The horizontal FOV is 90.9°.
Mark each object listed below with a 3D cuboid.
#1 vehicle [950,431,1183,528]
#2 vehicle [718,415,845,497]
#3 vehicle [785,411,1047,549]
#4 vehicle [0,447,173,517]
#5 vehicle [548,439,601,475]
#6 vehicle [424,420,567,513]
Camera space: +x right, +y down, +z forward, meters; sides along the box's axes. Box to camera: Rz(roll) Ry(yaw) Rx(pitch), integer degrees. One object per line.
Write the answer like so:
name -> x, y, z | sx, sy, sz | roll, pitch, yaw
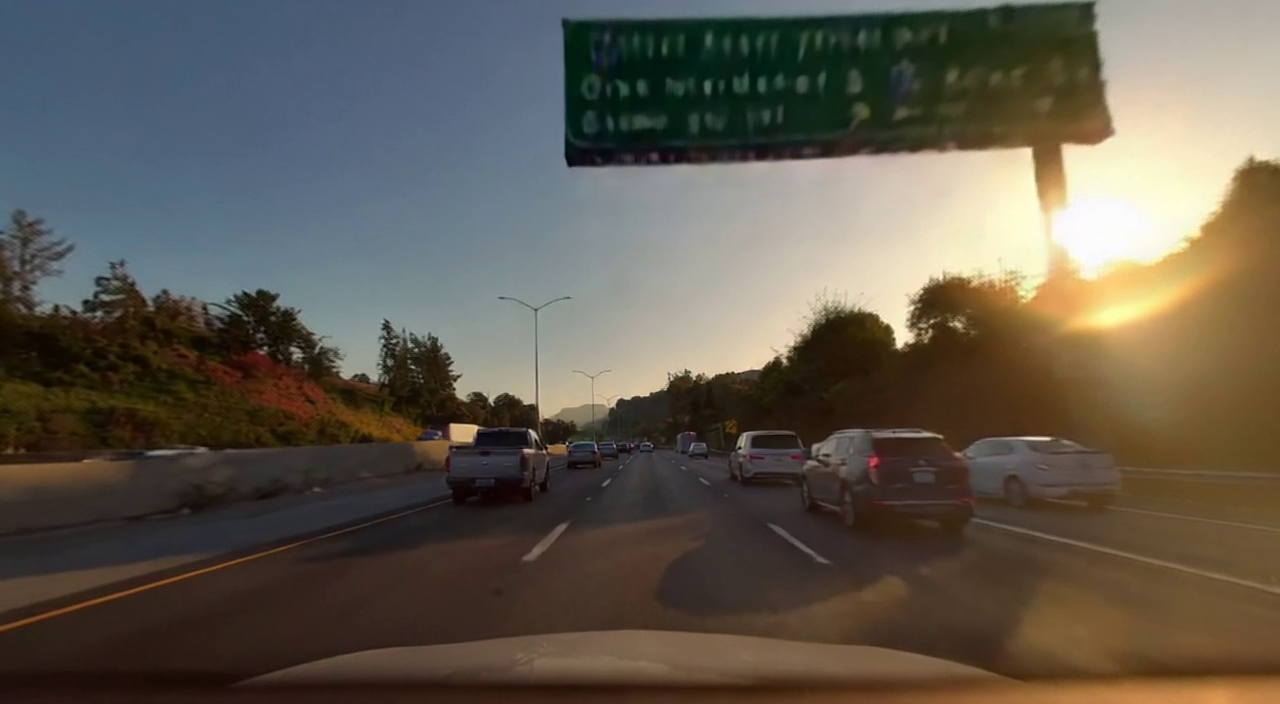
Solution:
vehicle -> 7.405, 2.207, 11.465 | 1.682, 1.455, 3.630 | -1, -8, 0
vehicle -> 3.906, 3.024, 18.713 | 2.395, 2.017, 5.709 | 0, -8, 0
vehicle -> 3.976, 1.931, 10.274 | 2.023, 1.670, 4.869 | 0, -8, 0
vehicle -> -15.973, 3.545, 17.824 | 1.947, 1.648, 4.637 | -1, -8, 1
vehicle -> -3.155, 5.146, 31.316 | 1.974, 1.589, 5.047 | -1, -8, 1
vehicle -> -3.064, 2.566, 14.595 | 2.139, 1.764, 4.707 | -1, -8, 1
